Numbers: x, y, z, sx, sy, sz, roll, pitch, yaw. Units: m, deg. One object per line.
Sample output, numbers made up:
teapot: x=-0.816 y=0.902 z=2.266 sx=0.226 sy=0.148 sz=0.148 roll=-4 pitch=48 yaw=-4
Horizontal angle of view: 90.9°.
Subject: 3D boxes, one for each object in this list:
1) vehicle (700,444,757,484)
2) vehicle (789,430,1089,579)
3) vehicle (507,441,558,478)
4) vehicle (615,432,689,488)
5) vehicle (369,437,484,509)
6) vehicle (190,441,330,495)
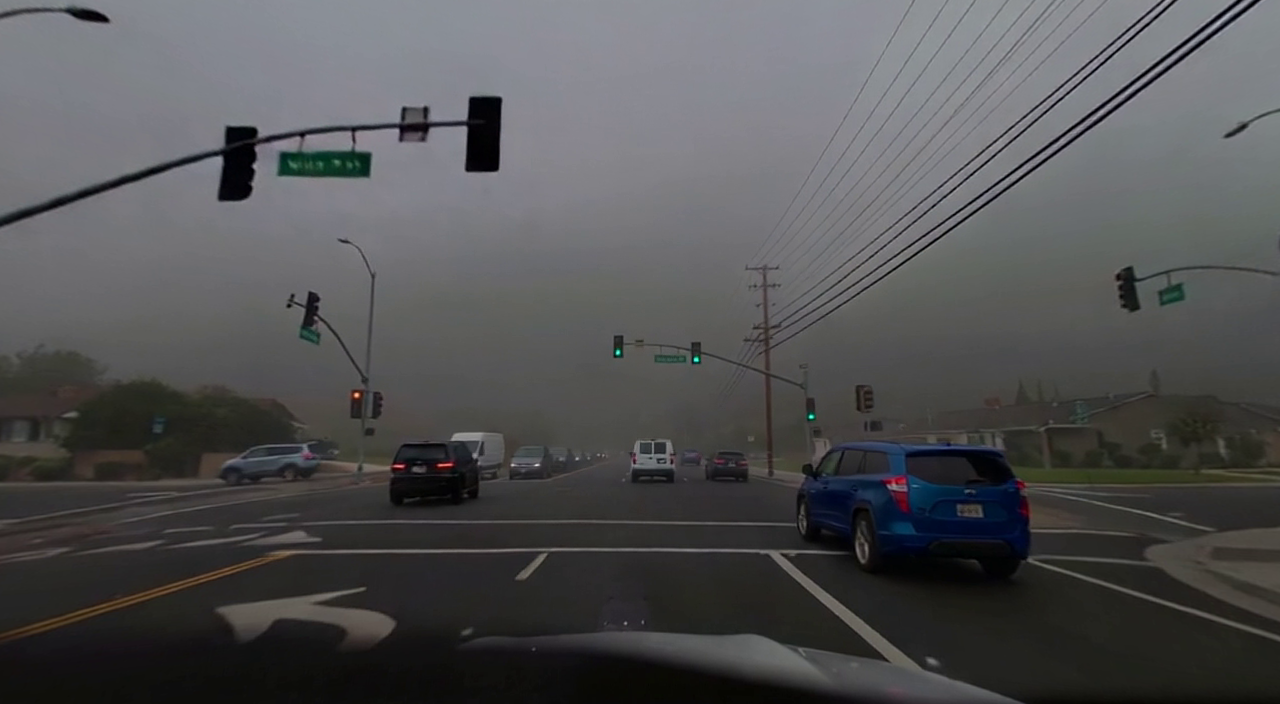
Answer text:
vehicle: x=3.915 y=5.023 z=28.638 sx=1.957 sy=1.646 sz=4.355 roll=0 pitch=-8 yaw=0
vehicle: x=3.923 y=2.065 z=9.493 sx=2.155 sy=1.658 sz=4.721 roll=0 pitch=-8 yaw=0
vehicle: x=-5.727 y=5.765 z=34.098 sx=1.983 sy=1.801 sz=4.391 roll=0 pitch=-8 yaw=0
vehicle: x=0.453 y=4.251 z=25.158 sx=2.636 sy=2.011 sz=5.130 roll=0 pitch=-8 yaw=0
vehicle: x=-6.157 y=3.324 z=17.869 sx=2.059 sy=1.749 sz=4.458 roll=5 pitch=-10 yaw=-31
vehicle: x=-14.313 y=4.326 z=23.785 sx=4.530 sy=1.864 sz=1.999 roll=-3 pitch=-9 yaw=20
